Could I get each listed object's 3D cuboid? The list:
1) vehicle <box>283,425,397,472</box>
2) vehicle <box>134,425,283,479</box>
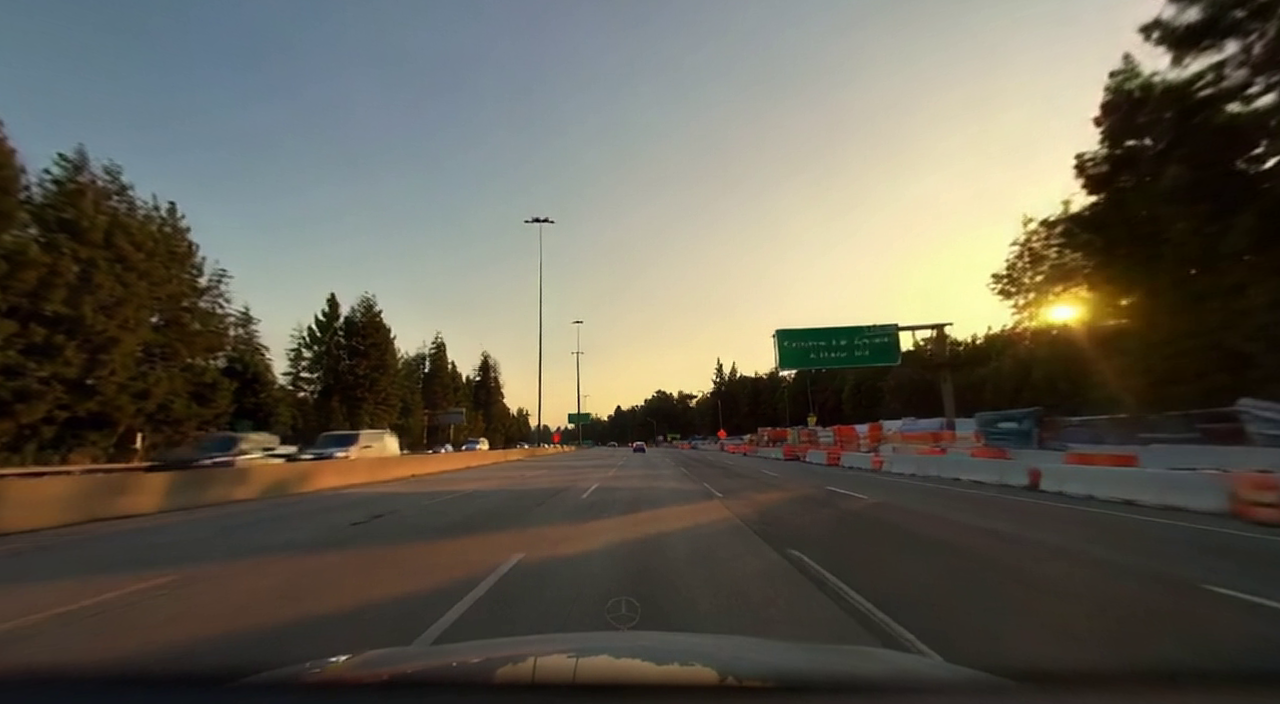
[{"bbox_3d":[-13.265,4.349,28.439,2.327,1.897,5.878,0,-8,-1],"label":"vehicle"},{"bbox_3d":[-16.367,3.842,24.333,2.212,1.861,5.039,0,-8,-1],"label":"vehicle"}]
